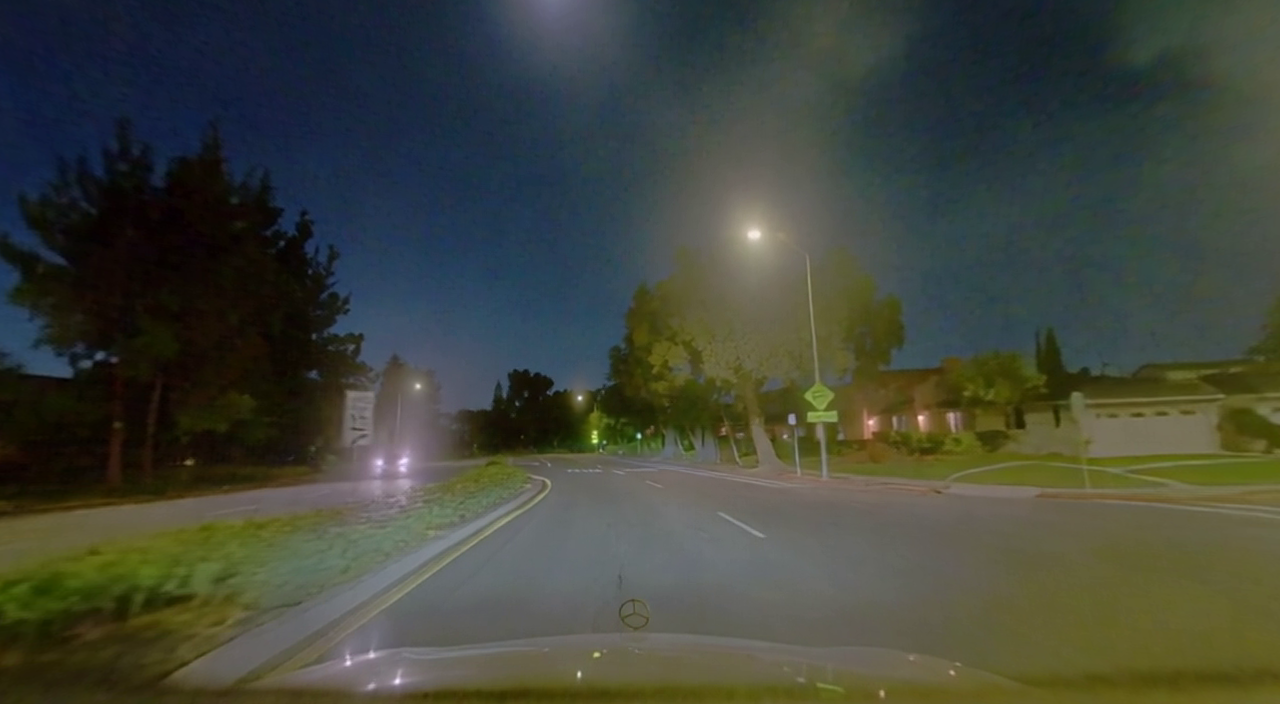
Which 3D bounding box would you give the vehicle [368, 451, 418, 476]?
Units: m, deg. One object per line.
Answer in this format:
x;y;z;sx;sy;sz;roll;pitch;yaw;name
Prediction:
-15.801;7.117;40.523;1.965;1.492;4.498;1;-9;-8;vehicle
